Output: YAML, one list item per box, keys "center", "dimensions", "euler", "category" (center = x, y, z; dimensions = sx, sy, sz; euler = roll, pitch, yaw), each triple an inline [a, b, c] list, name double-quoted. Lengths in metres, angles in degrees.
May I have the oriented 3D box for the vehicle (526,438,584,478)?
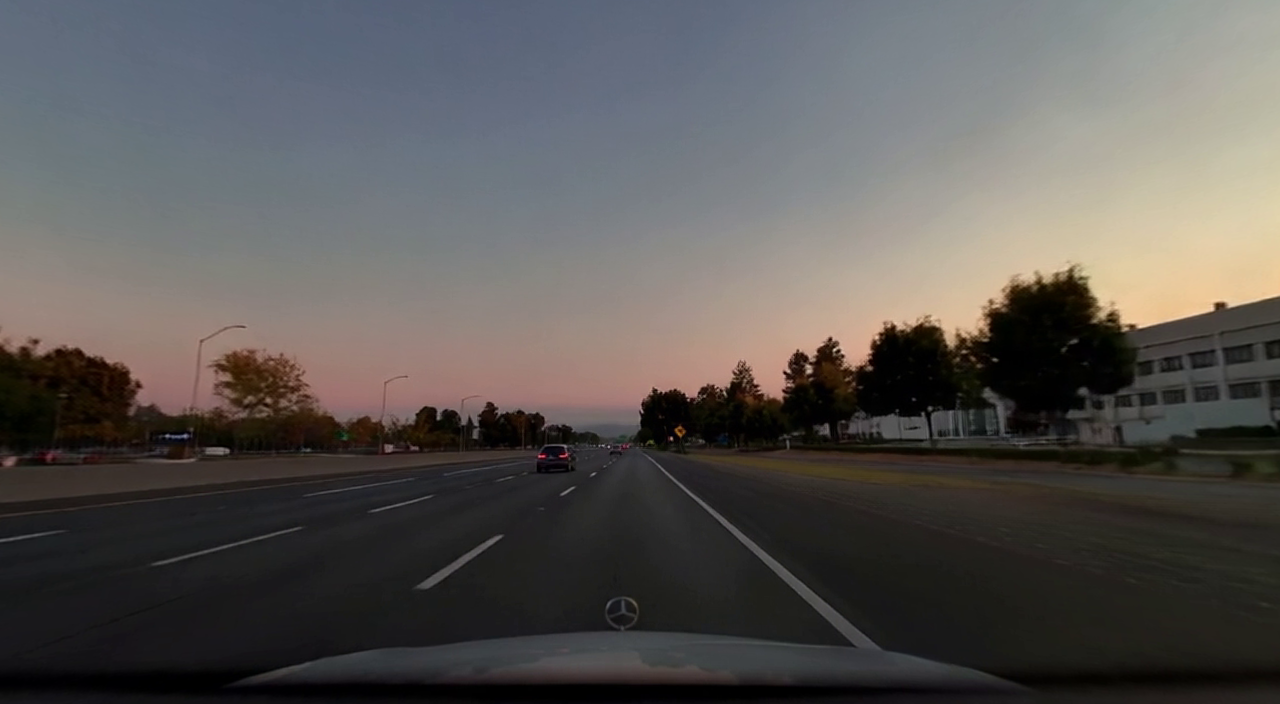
- center: [-4.061, 5.128, 30.938]
  dimensions: [2.150, 1.761, 4.697]
  euler: [0, -8, 1]
  category: "vehicle"
